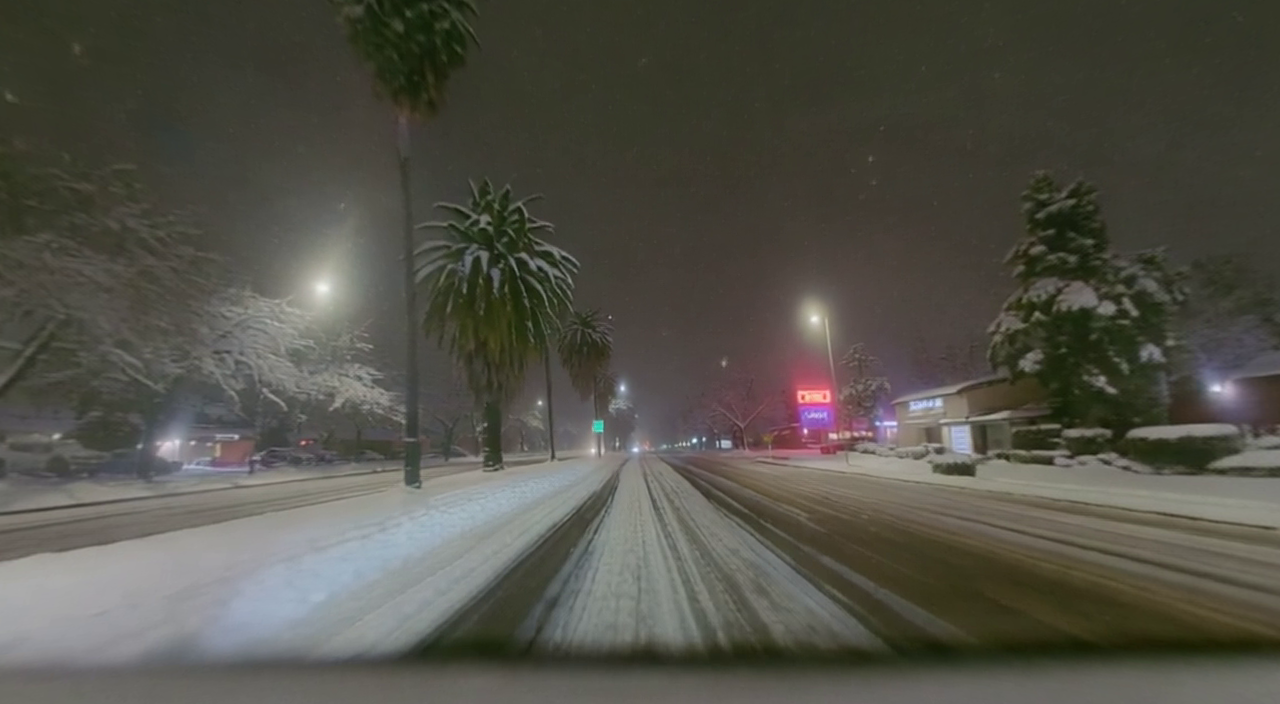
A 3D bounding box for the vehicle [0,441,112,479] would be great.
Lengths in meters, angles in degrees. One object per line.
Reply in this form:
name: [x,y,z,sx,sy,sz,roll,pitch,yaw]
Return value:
vehicle: [-31.816,5.751,33.777,5.196,1.936,2.247,-1,-9,3]
